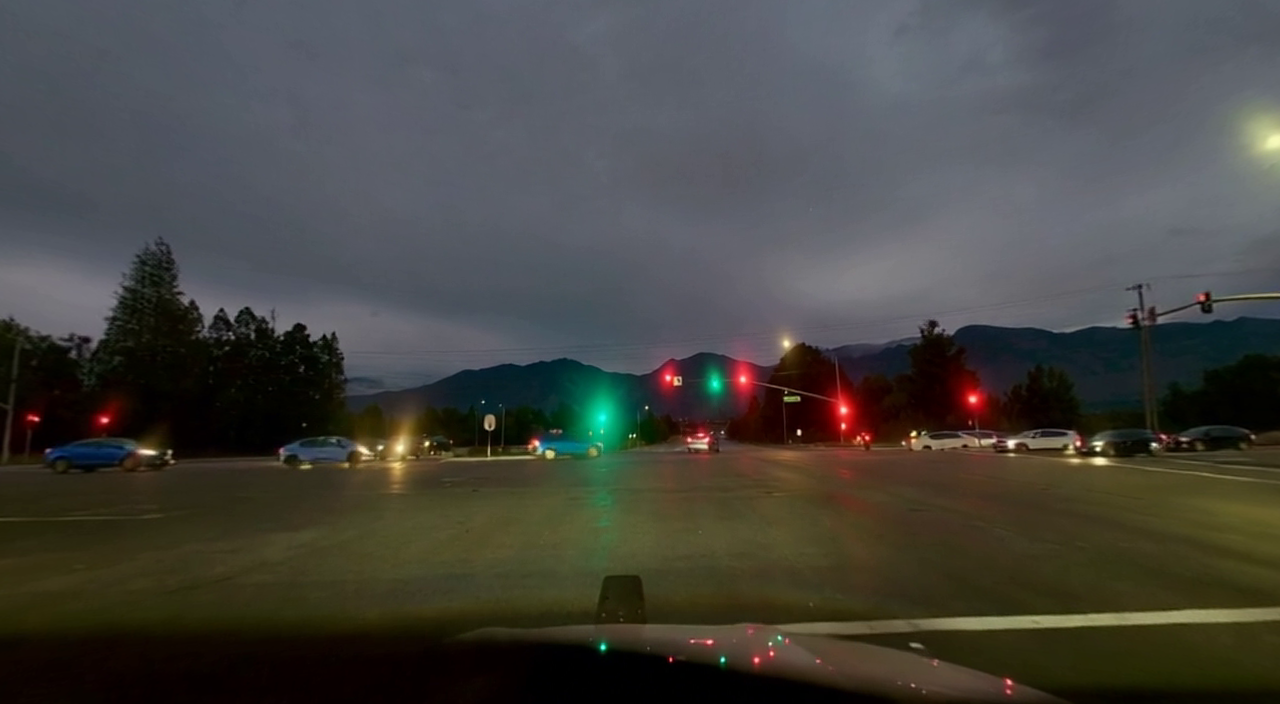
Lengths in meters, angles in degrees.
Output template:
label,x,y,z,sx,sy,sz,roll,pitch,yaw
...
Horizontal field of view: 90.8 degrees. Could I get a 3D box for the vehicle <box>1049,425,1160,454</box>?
label,x,y,z,sx,sy,sz,roll,pitch,yaw
vehicle,28.350,5.380,38.696,5.100,1.680,2.055,0,-9,1

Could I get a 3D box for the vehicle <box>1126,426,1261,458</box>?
label,x,y,z,sx,sy,sz,roll,pitch,yaw
vehicle,27.303,4.454,31.271,4.778,1.495,1.959,0,-9,0

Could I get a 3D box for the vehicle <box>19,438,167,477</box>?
label,x,y,z,sx,sy,sz,roll,pitch,yaw
vehicle,-25.722,4.972,29.904,4.812,1.735,2.105,1,-9,-6

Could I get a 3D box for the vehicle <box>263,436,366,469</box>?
label,x,y,z,sx,sy,sz,roll,pitch,yaw
vehicle,-16.361,5.087,31.977,4.218,1.542,2.044,2,-9,-15

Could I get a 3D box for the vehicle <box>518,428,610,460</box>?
label,x,y,z,sx,sy,sz,roll,pitch,yaw
vehicle,-4.605,5.678,38.780,5.228,1.805,2.246,7,-11,-38
